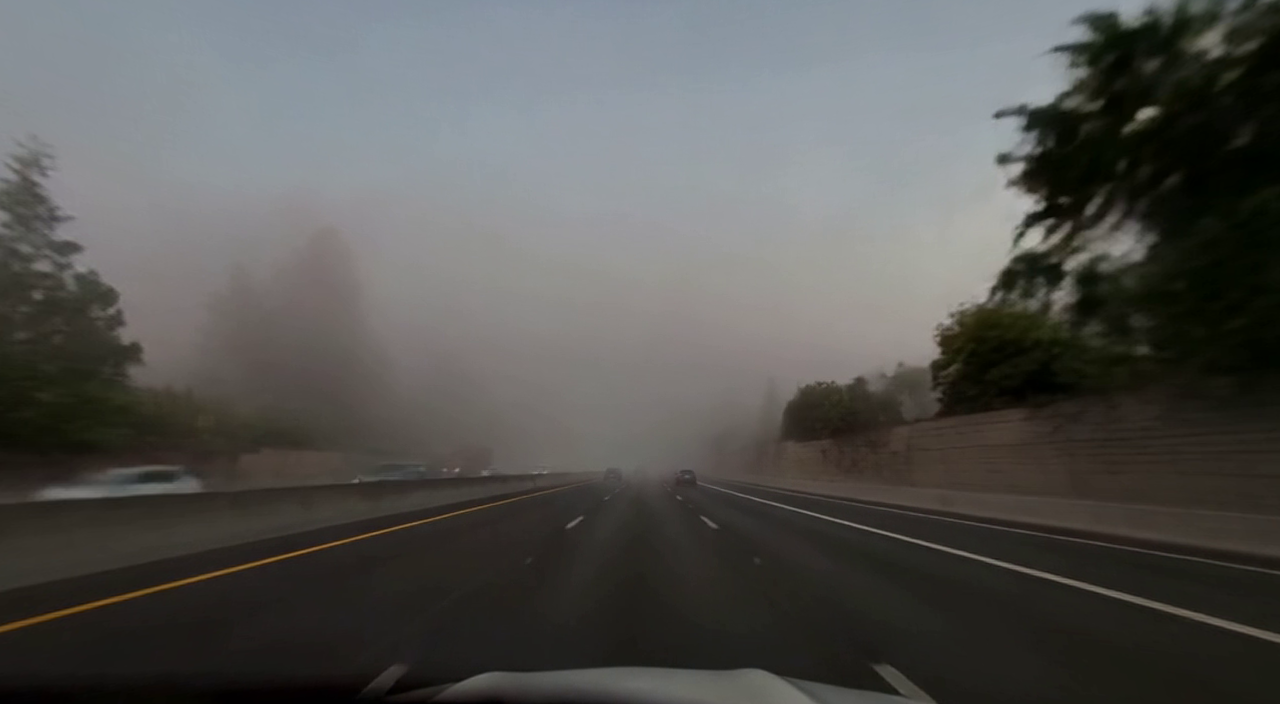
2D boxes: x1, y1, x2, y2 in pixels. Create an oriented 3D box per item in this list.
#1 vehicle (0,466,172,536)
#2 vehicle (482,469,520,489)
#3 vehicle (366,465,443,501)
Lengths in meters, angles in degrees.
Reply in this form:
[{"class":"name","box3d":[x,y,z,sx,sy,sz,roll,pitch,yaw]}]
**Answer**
[{"class":"vehicle","box3d":[-14.667,3.699,16.115,1.883,1.482,4.475,1,-10,0]},{"class":"vehicle","box3d":[-10.497,9.630,47.907,1.902,1.395,4.007,1,-10,1]},{"class":"vehicle","box3d":[-10.782,6.003,29.184,1.883,1.471,4.227,1,-10,1]}]
